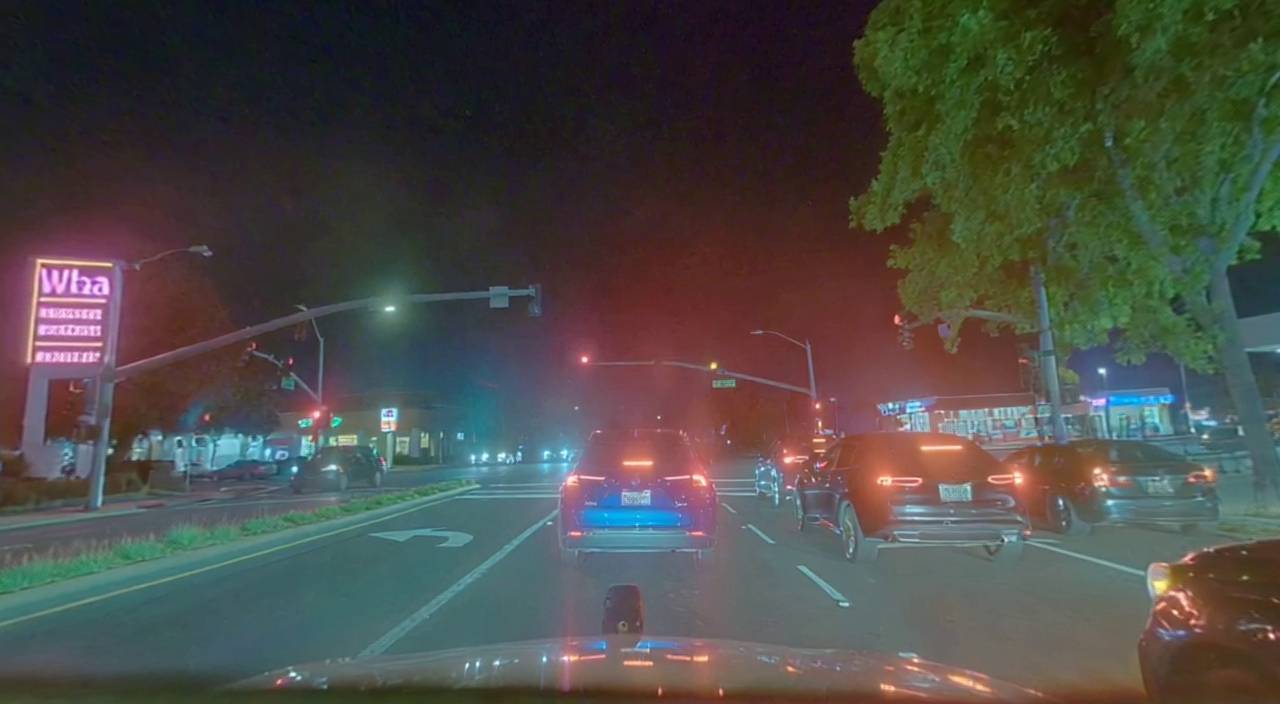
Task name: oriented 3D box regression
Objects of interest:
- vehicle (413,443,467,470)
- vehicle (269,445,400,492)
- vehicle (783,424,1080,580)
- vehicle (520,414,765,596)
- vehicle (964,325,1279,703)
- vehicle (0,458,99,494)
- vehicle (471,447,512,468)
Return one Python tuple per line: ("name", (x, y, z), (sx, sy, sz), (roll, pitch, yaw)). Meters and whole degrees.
("vehicle", (-15.087, 7.886, 48.054), (2.395, 1.903, 4.860), (-1, -9, 1))
("vehicle", (-11.695, 4.405, 24.219), (4.265, 1.604, 2.269), (4, -10, -29))
("vehicle", (3.321, 1.779, 8.294), (1.865, 1.496, 4.170), (0, -9, 0))
("vehicle", (0.003, 1.631, 7.497), (2.154, 1.577, 3.723), (0, -9, -1))
("vehicle", (2.987, 0.695, 1.541), (2.075, 1.661, 4.401), (0, -9, 1))
("vehicle", (-27.204, 5.493, 28.073), (4.285, 1.427, 1.883), (3, -9, -23))
("vehicle", (-11.268, 7.999, 48.240), (2.099, 1.478, 4.411), (0, -9, 0))
